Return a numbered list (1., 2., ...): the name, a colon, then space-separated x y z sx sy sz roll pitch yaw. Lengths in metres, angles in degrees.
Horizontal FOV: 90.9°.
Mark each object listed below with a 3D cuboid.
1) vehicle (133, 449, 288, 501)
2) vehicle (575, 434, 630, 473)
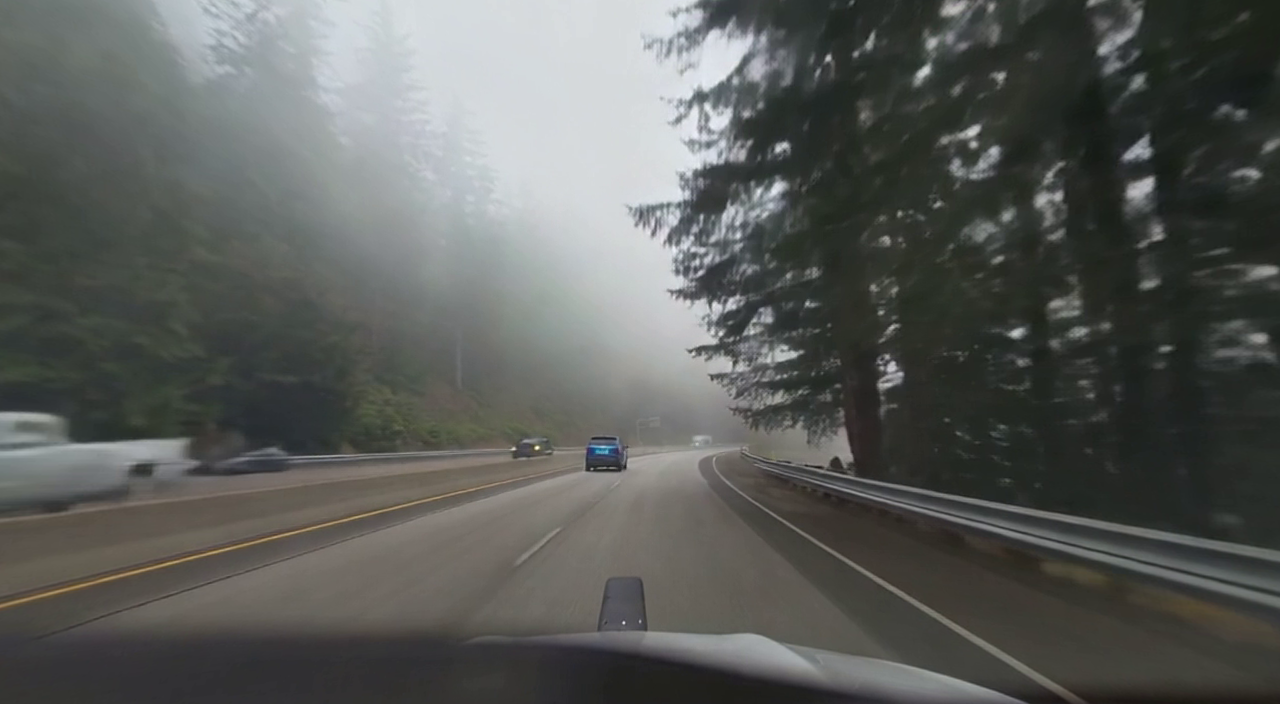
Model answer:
1. vehicle: -15.485 4.410 23.167 2.186 1.629 4.787 -1 -8 3
2. vehicle: -1.713 4.896 30.585 2.005 1.752 4.479 -1 -8 5
